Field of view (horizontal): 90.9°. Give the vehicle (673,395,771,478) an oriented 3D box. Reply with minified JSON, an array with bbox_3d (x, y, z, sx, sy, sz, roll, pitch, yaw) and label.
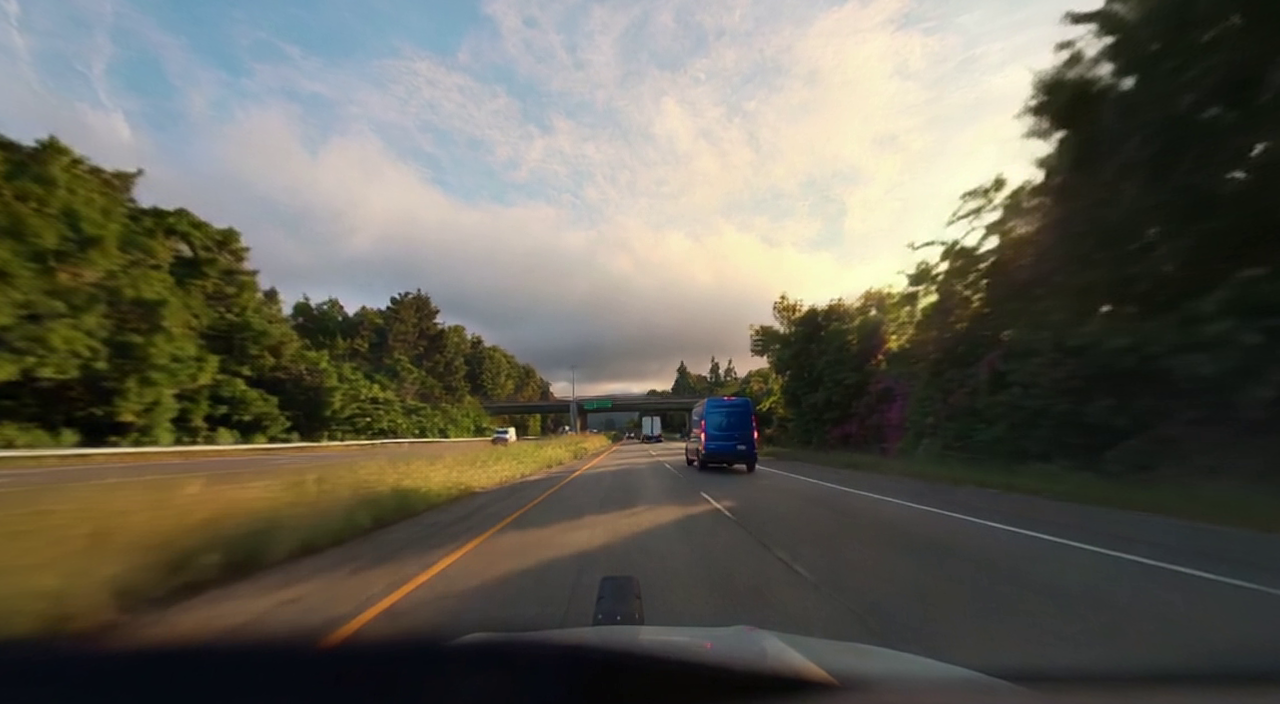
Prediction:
[{"bbox_3d":[2.723,3.072,22.927,2.570,2.596,6.082,0,-8,-2],"label":"vehicle"}]
